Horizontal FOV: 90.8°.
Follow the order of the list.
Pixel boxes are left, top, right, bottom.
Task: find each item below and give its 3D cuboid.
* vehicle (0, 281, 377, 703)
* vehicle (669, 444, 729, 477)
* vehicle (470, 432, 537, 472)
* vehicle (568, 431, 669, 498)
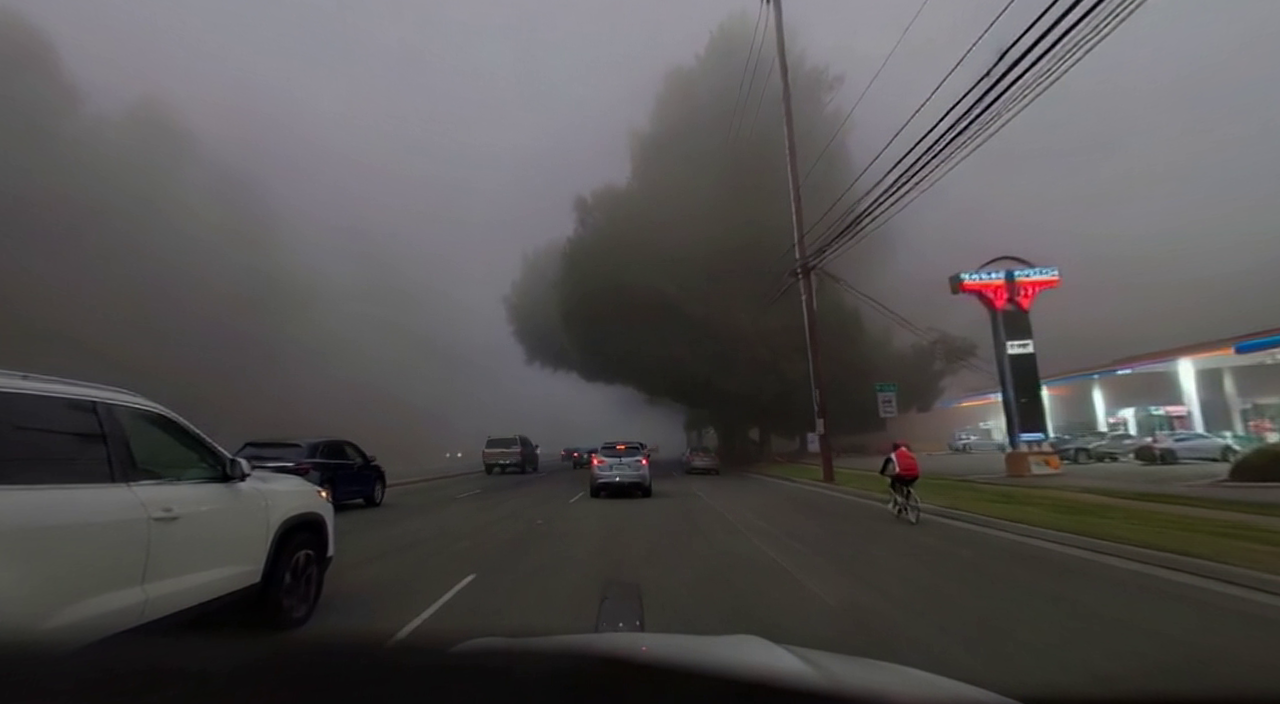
[{"bbox_3d":[-3.058,0.687,2.662,1.922,1.642,4.547,0,-9,0],"label":"vehicle"},{"bbox_3d":[2.501,4.753,27.929,2.065,1.302,4.416,0,-8,-2],"label":"vehicle"},{"bbox_3d":[-7.009,5.206,33.148,2.385,1.918,5.056,0,-9,0],"label":"vehicle"},{"bbox_3d":[-0.470,2.765,15.848,2.189,1.437,4.135,0,-9,0],"label":"vehicle"}]
